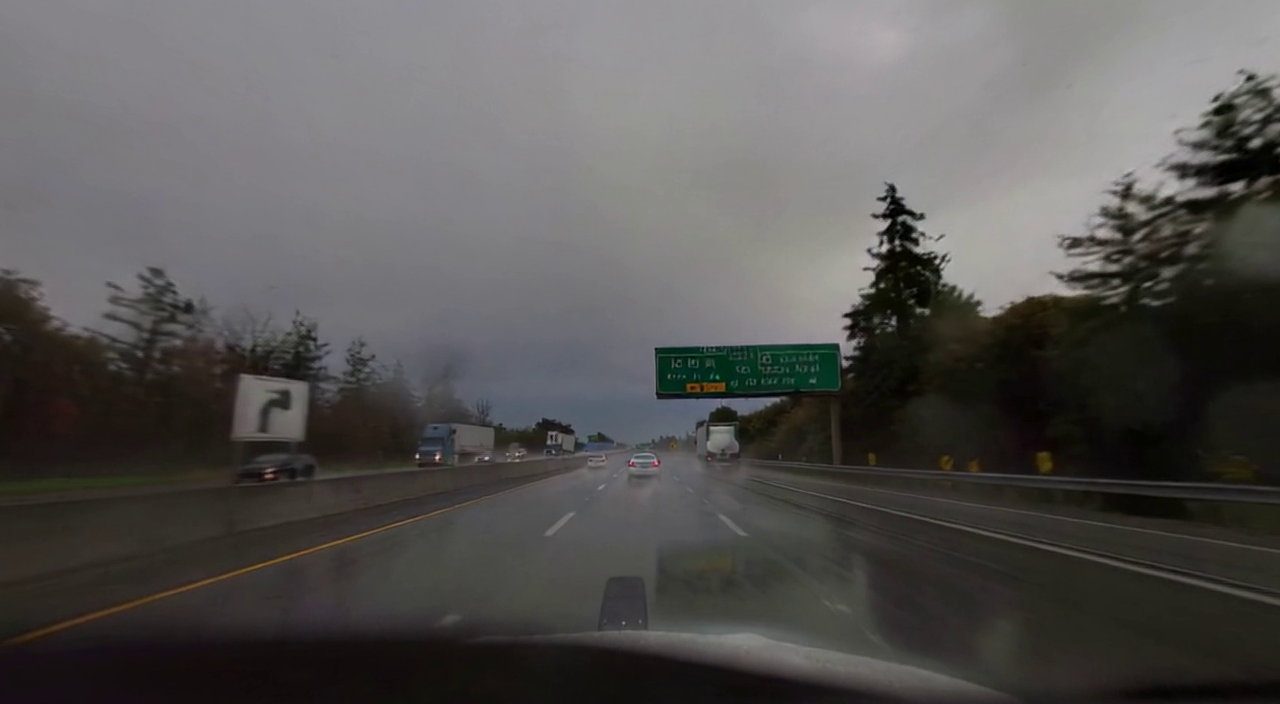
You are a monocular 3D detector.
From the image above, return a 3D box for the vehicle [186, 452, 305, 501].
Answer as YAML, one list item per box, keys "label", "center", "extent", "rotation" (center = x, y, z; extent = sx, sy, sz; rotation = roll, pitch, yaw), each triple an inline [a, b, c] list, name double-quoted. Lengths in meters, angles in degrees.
- label: "vehicle"
  center: [-15.649, 4.929, 25.323]
  extent: [1.957, 1.779, 4.308]
  rotation: [0, -9, 0]

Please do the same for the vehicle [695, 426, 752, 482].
- label: "vehicle"
  center: [5.104, 6.086, 37.506]
  extent: [2.650, 2.978, 6.937]
  rotation: [-3, -10, 12]

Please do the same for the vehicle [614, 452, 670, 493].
- label: "vehicle"
  center: [0.069, 4.851, 25.778]
  extent: [2.089, 1.516, 4.191]
  rotation: [0, -9, 0]

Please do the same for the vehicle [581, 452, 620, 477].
- label: "vehicle"
  center: [-2.421, 7.067, 39.814]
  extent: [2.105, 1.467, 4.099]
  rotation: [0, -9, 2]
